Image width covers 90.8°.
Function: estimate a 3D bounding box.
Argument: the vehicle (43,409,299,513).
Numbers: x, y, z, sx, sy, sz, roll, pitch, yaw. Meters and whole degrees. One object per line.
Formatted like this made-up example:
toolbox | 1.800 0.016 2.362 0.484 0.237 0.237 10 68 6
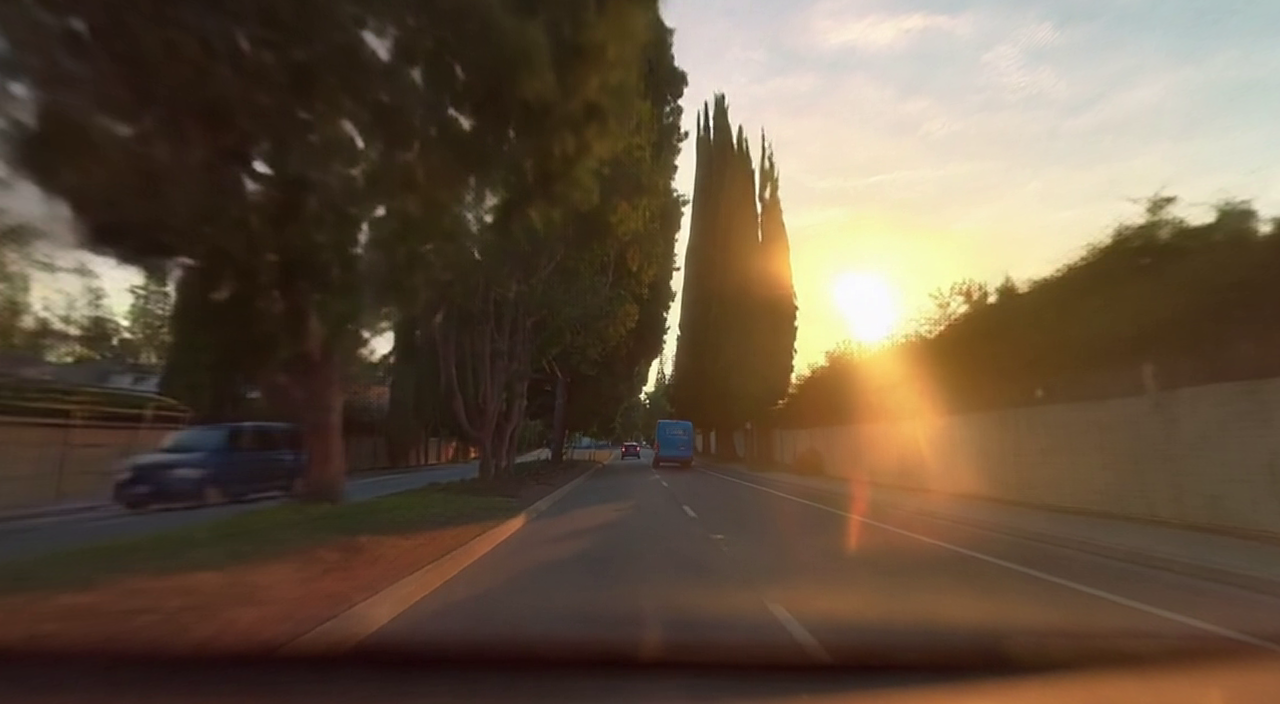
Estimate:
vehicle | -12.275 2.907 17.369 2.418 2.348 5.867 0 -8 1
